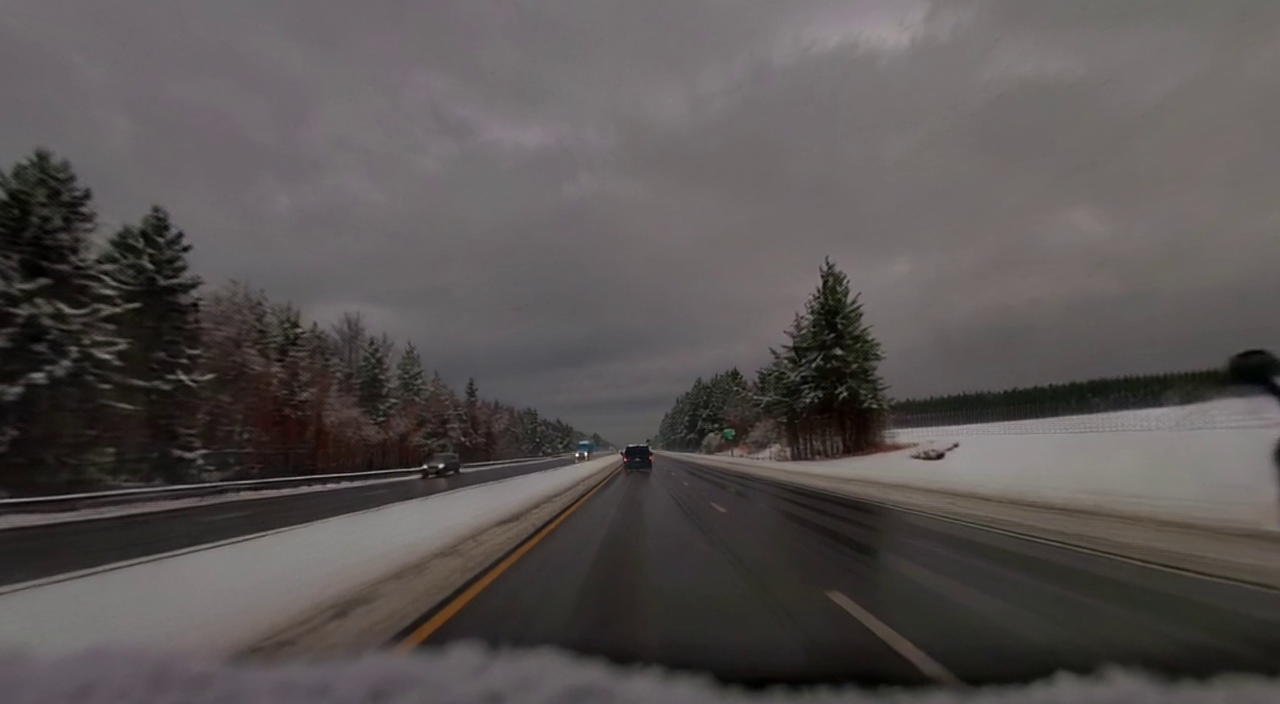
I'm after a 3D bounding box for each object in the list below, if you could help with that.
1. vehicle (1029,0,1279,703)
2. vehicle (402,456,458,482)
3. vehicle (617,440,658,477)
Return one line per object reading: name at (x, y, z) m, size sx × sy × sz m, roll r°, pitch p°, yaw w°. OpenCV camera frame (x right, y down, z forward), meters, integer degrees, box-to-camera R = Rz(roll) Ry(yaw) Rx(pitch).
vehicle at (4.199, -0.369, 1.279) m, size 2.945 × 3.903 × 5.826 m, roll 0°, pitch -9°, yaw 1°
vehicle at (-12.781, 7.142, 38.622) m, size 1.954 × 1.466 × 4.106 m, roll 0°, pitch -9°, yaw 0°
vehicle at (-0.146, 5.878, 34.905) m, size 2.105 × 1.865 × 4.102 m, roll 0°, pitch -9°, yaw 0°
